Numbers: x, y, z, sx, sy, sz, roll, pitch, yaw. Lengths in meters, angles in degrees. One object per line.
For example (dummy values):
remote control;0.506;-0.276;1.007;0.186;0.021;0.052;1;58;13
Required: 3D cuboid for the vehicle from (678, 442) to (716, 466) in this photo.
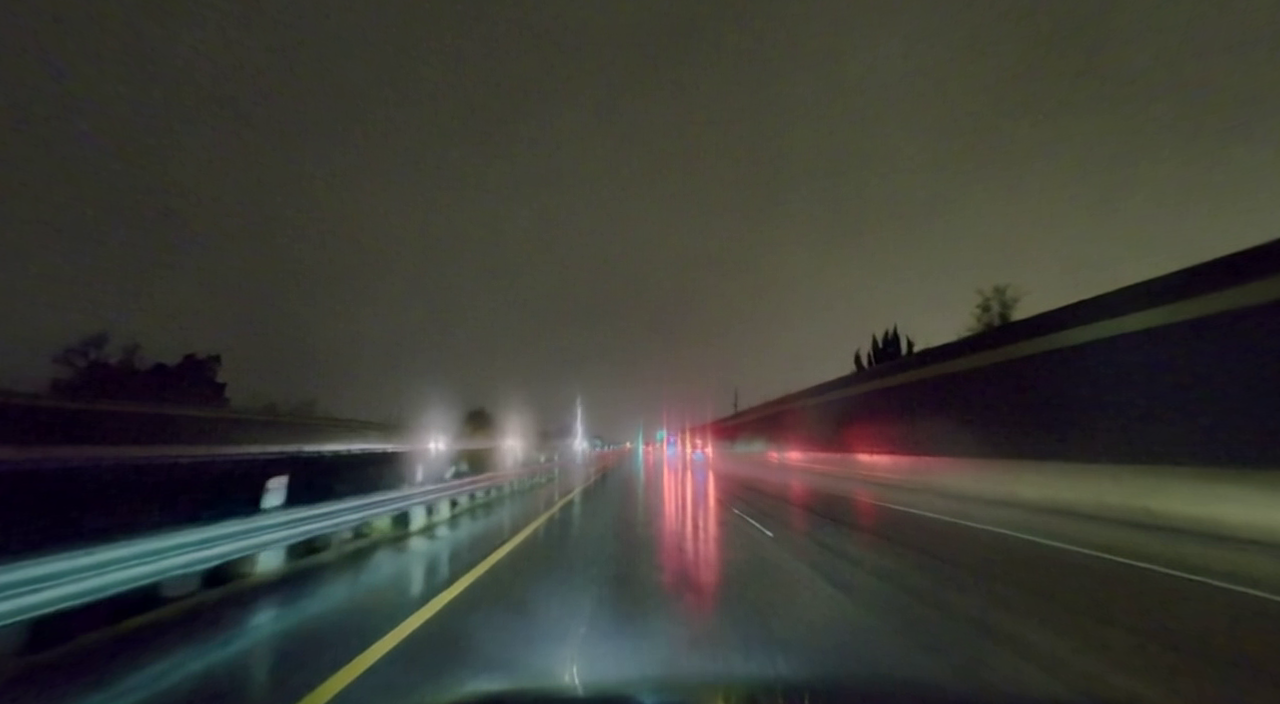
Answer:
vehicle;3.806;6.875;42.584;2.044;1.527;4.658;0;-8;-1
